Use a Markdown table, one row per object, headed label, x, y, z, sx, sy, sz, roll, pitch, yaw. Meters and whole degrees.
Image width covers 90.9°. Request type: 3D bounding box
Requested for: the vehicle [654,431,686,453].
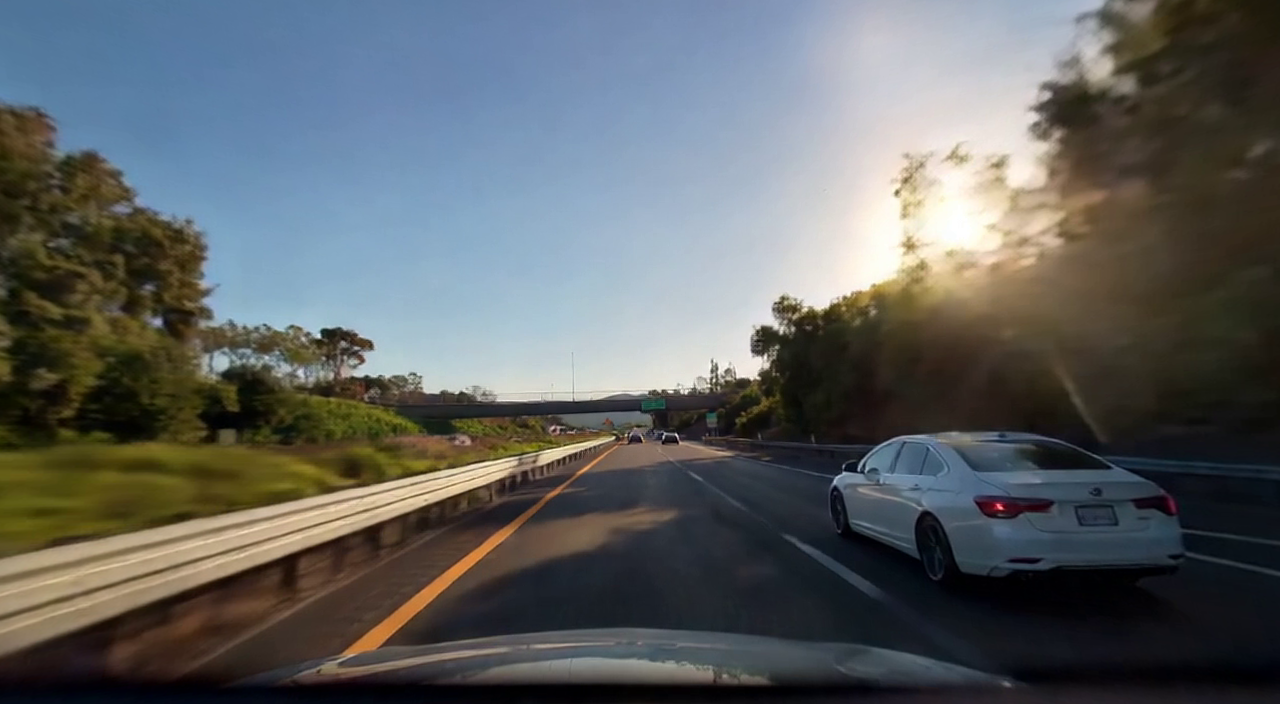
| label | x | y | z | sx | sy | sz | roll | pitch | yaw |
| --- | --- | --- | --- | --- | --- | --- | --- | --- | --- |
| vehicle | 2.107 | 6.417 | 44.969 | 1.981 | 1.490 | 3.449 | 0 | -8 | -3 |
